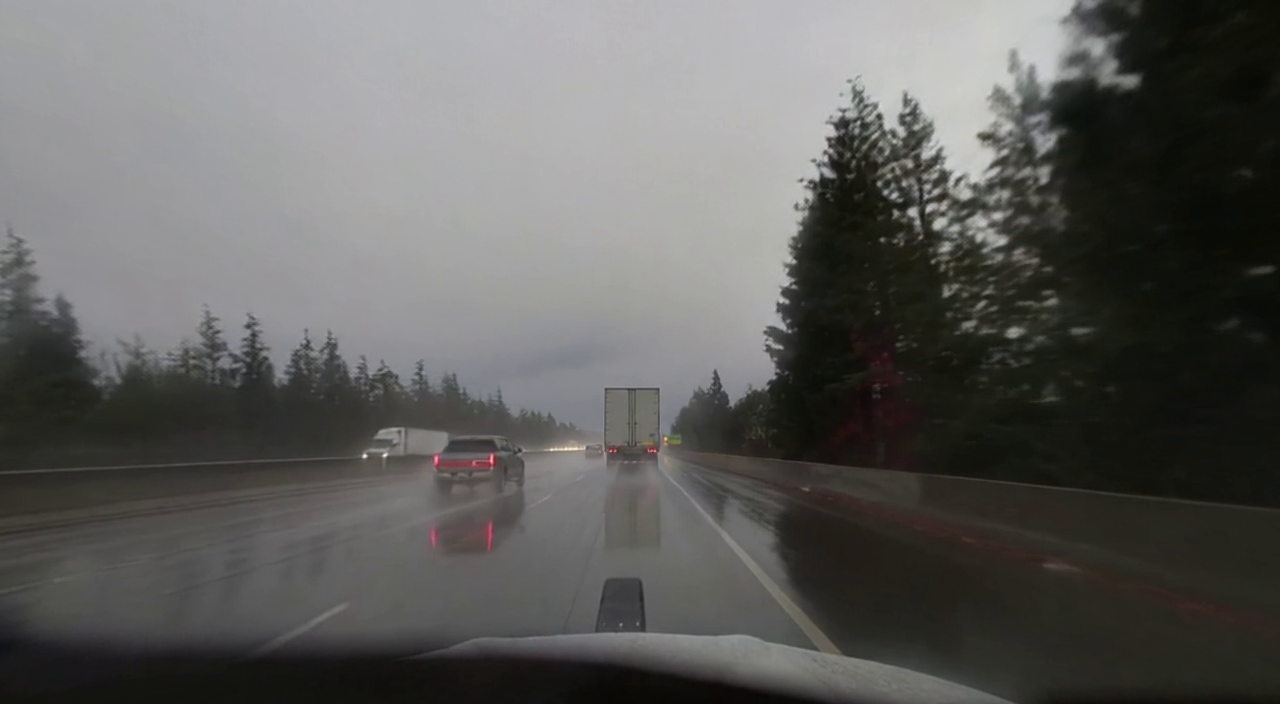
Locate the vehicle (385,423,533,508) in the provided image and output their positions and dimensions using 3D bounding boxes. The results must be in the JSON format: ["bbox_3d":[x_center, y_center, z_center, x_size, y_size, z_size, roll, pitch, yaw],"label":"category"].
[{"bbox_3d":[-4.380,2.852,16.311,2.285,1.833,4.984,0,-8,1],"label":"vehicle"}]

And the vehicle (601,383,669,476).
[{"bbox_3d":[-0.246,4.292,33.974,3.052,4.132,11.336,0,-8,0],"label":"vehicle"}]
